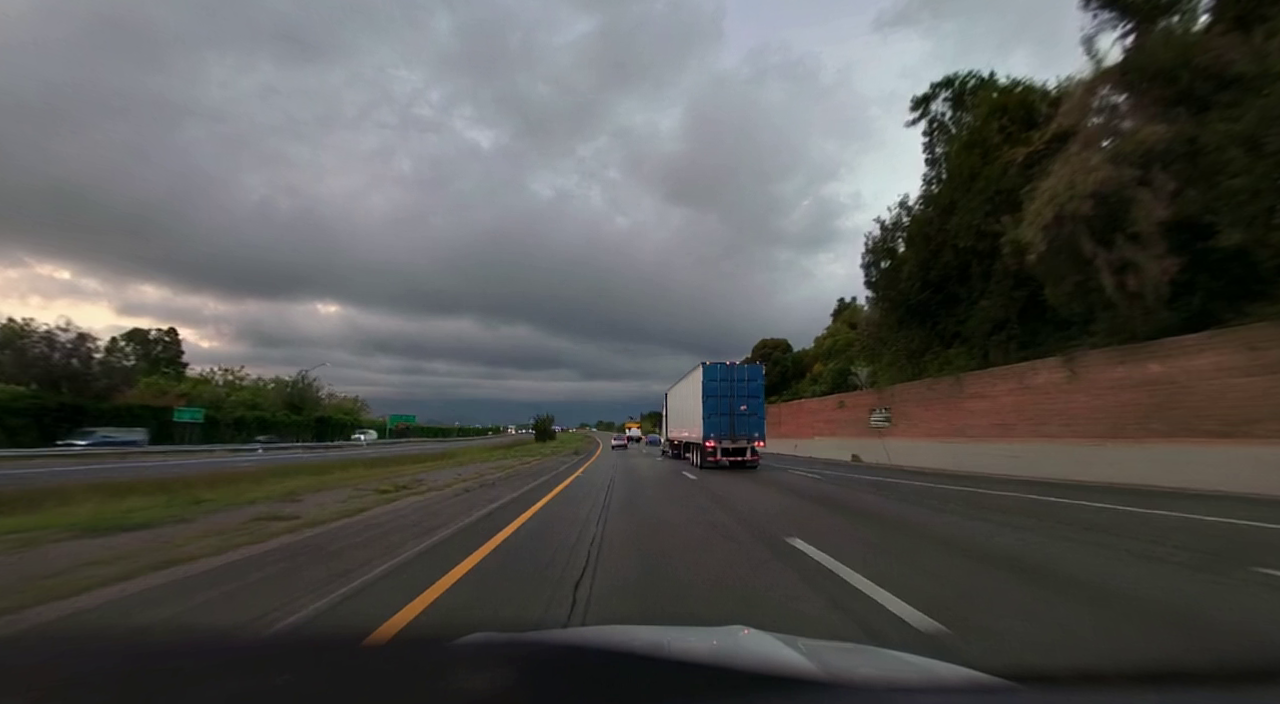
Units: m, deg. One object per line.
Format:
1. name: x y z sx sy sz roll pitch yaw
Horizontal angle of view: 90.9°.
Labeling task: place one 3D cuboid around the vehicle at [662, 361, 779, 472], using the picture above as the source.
1. vehicle: 3.163 3.246 30.087 2.965 4.033 14.299 0 -7 -3
